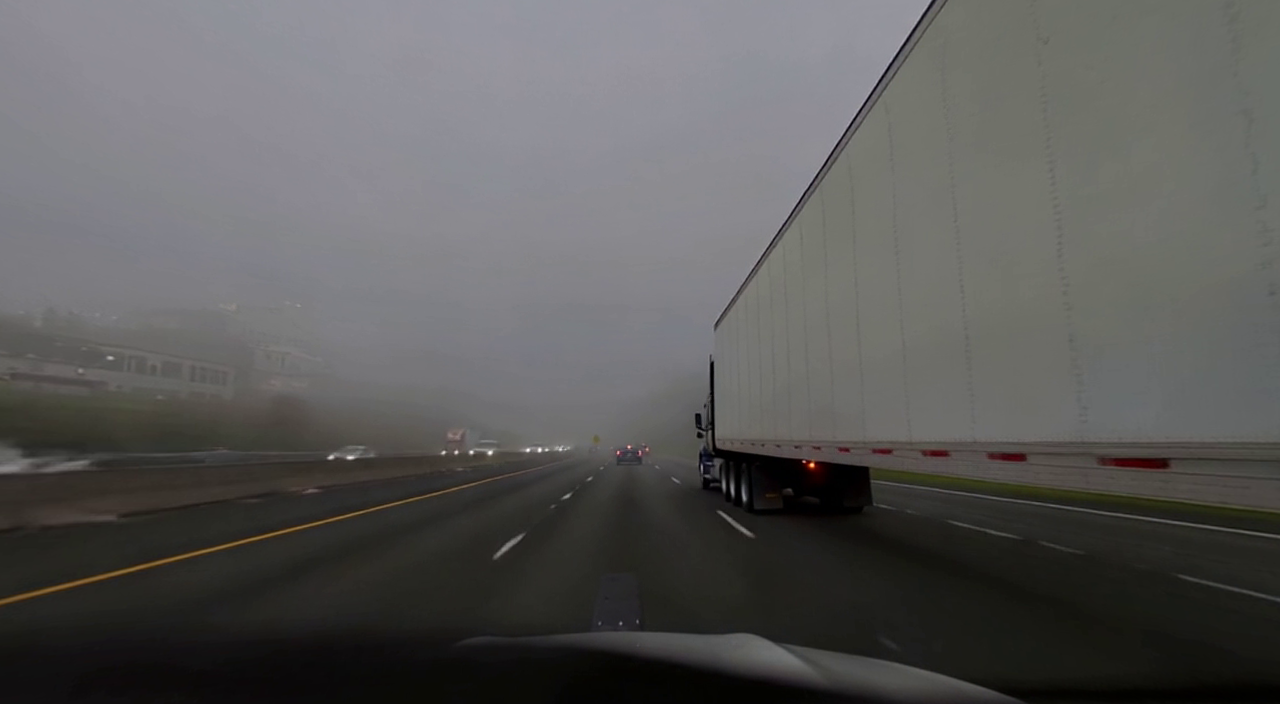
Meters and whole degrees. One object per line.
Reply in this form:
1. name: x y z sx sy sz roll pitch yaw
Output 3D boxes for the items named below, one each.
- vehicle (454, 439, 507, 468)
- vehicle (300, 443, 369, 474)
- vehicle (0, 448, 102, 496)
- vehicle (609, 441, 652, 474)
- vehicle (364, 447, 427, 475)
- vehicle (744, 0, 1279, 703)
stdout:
1. vehicle: -10.006 6.414 39.940 2.153 1.681 4.705 0 -9 -1
2. vehicle: -17.633 6.166 36.747 1.906 1.685 4.278 0 -9 -1
3. vehicle: -20.798 3.941 20.977 1.916 1.494 4.497 0 -9 -1
4. vehicle: -0.538 5.676 34.143 2.191 1.685 4.015 0 -9 -1
5. vehicle: -13.804 6.161 35.965 1.921 1.498 4.299 0 -9 -1
6. vehicle: 3.423 -0.199 3.080 2.996 4.123 15.965 0 -9 -1
